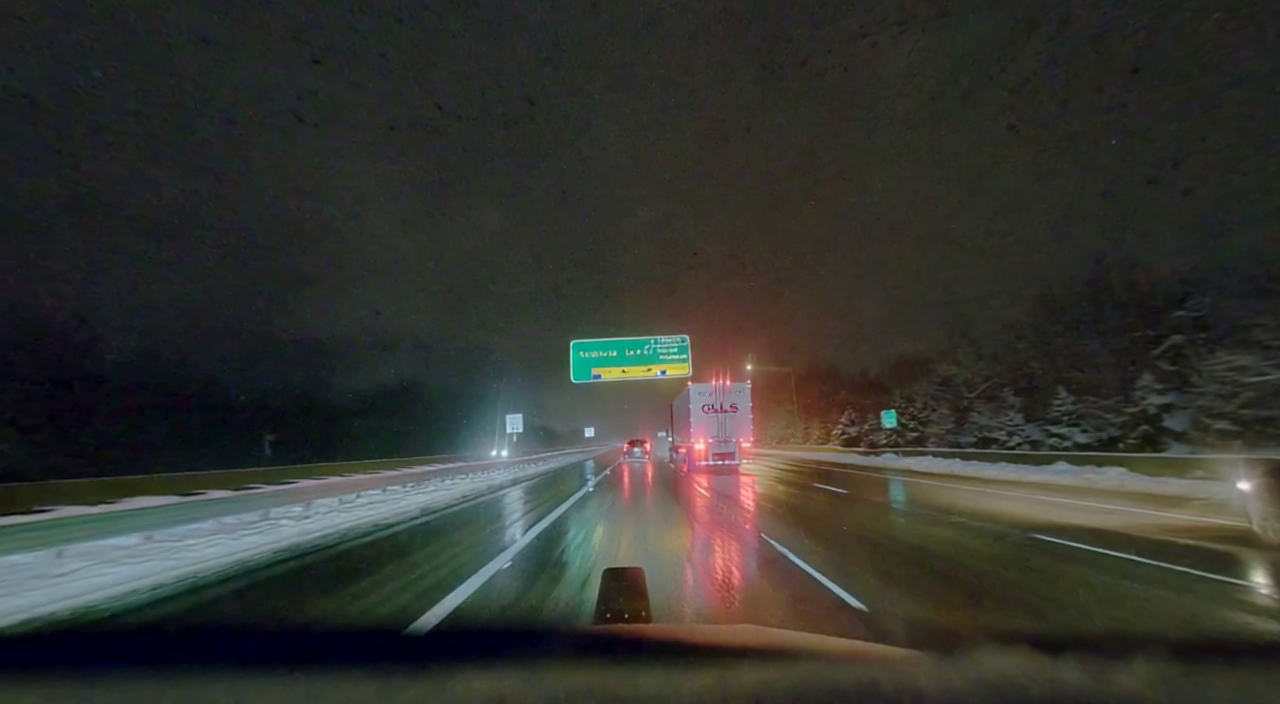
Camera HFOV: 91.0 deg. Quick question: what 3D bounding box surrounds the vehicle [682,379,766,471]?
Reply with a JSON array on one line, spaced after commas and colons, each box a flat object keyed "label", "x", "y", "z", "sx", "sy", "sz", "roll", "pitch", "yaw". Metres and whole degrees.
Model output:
[{"label": "vehicle", "x": 4.084, "y": 3.990, "z": 33.170, "sx": 3.014, "sy": 4.068, "sz": 10.359, "roll": 0, "pitch": -8, "yaw": 0}]

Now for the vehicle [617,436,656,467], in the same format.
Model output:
[{"label": "vehicle", "x": -0.180, "y": 5.603, "z": 35.595, "sx": 2.050, "sy": 1.654, "sz": 4.192, "roll": 0, "pitch": -8, "yaw": 0}]
